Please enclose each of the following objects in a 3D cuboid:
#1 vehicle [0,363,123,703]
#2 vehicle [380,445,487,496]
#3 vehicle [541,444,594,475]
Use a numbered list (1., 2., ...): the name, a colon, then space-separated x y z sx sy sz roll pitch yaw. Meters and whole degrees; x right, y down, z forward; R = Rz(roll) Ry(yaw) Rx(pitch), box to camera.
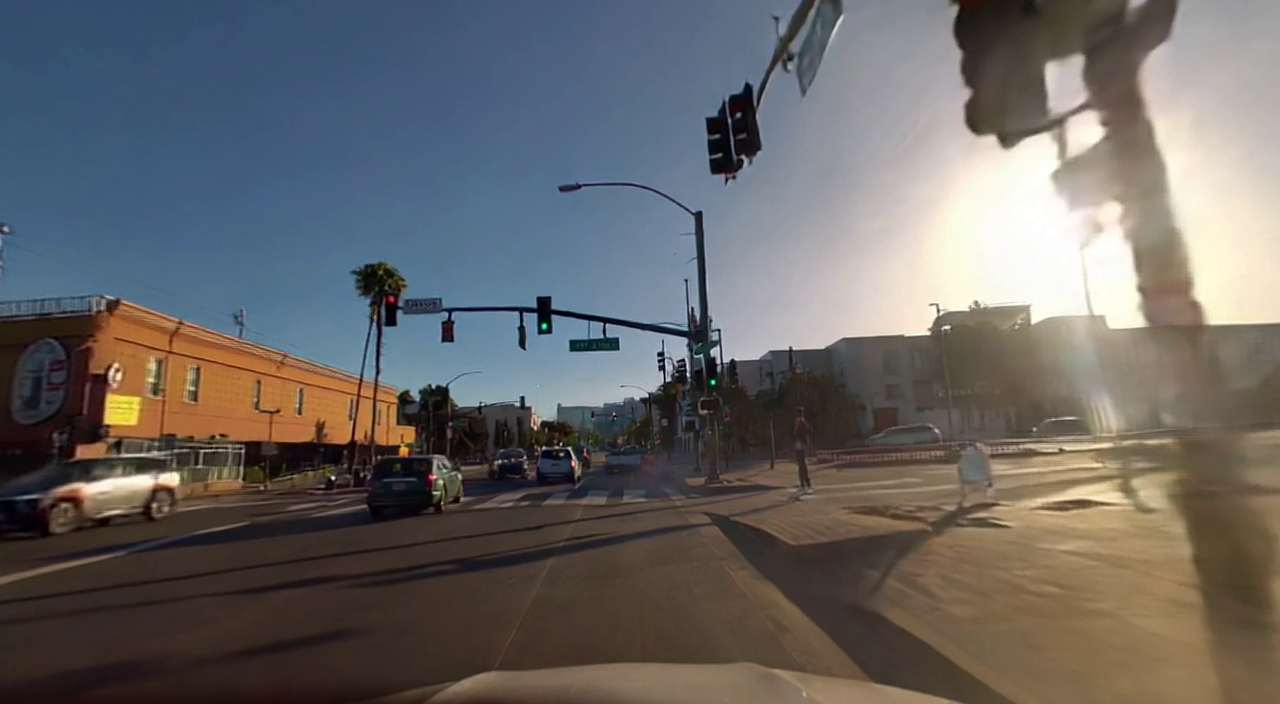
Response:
1. vehicle: -3.418 0.615 0.558 2.042 1.673 4.516 0 -9 0
2. vehicle: -6.586 3.818 20.711 1.960 1.479 4.654 0 -9 0
3. vehicle: -3.626 5.472 32.254 2.147 1.472 4.406 0 -9 1
